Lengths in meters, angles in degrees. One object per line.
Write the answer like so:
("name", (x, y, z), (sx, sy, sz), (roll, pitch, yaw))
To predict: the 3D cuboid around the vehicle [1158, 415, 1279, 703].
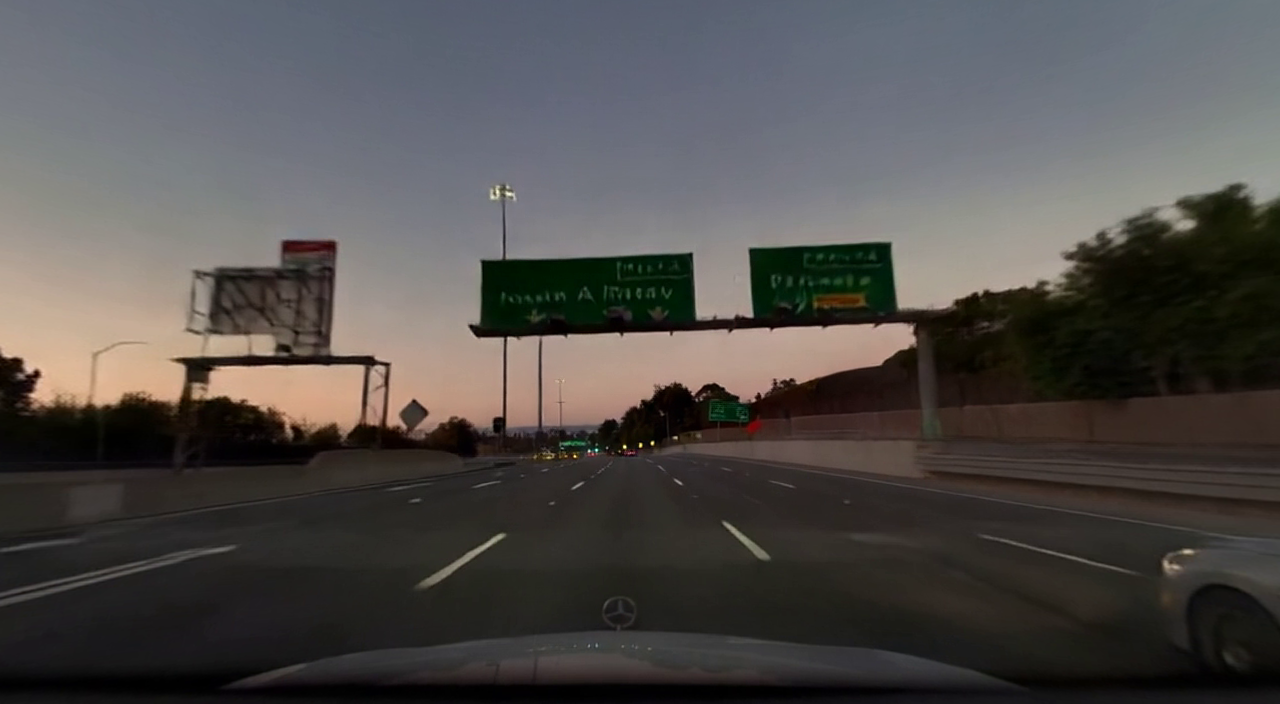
("vehicle", (3.878, 0.734, 0.851), (2.217, 1.477, 4.817), (0, -9, -1))
